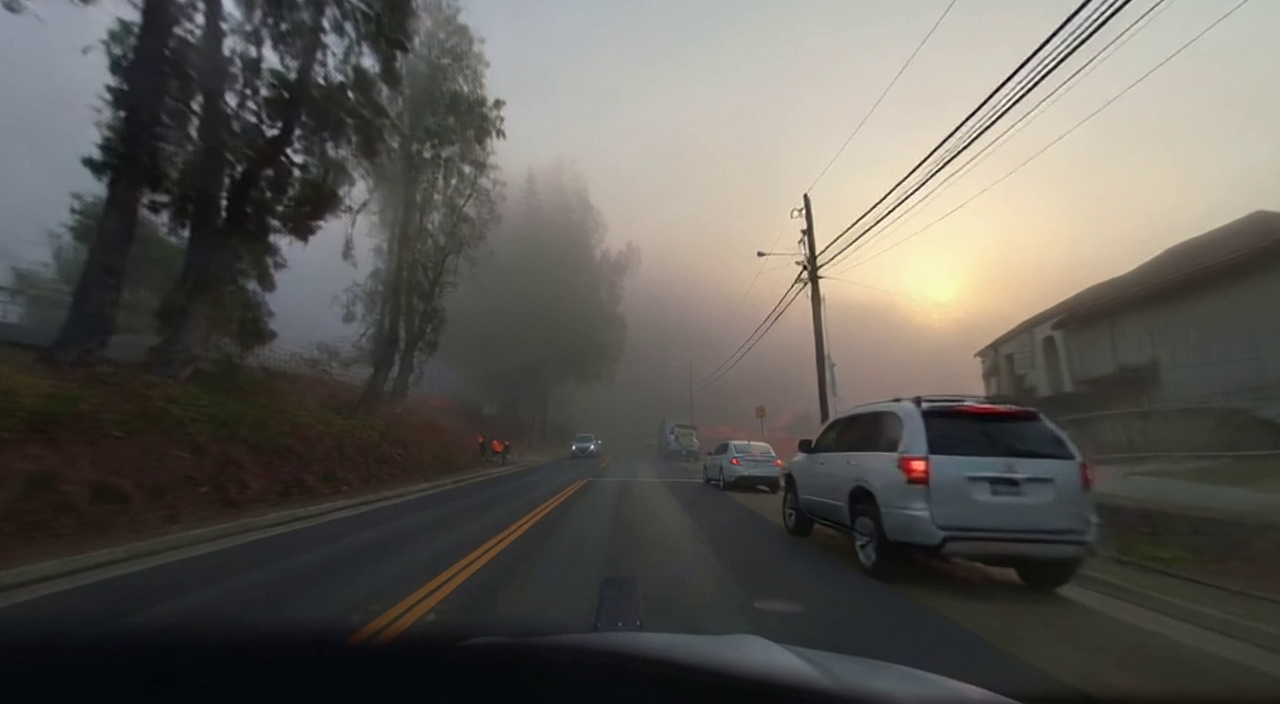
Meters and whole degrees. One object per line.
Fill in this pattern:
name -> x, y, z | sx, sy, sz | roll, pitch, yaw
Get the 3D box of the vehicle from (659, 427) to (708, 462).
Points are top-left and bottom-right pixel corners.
vehicle -> 2.802, 6.203, 42.235 | 2.759, 2.114, 6.152 | 0, -9, 0

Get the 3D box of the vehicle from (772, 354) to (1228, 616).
vehicle -> 3.200, 1.351, 7.248 | 2.293, 1.957, 4.934 | 0, -9, 0

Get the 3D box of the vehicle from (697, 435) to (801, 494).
vehicle -> 3.022, 3.242, 18.628 | 2.006, 1.482, 4.722 | 0, -9, -3
